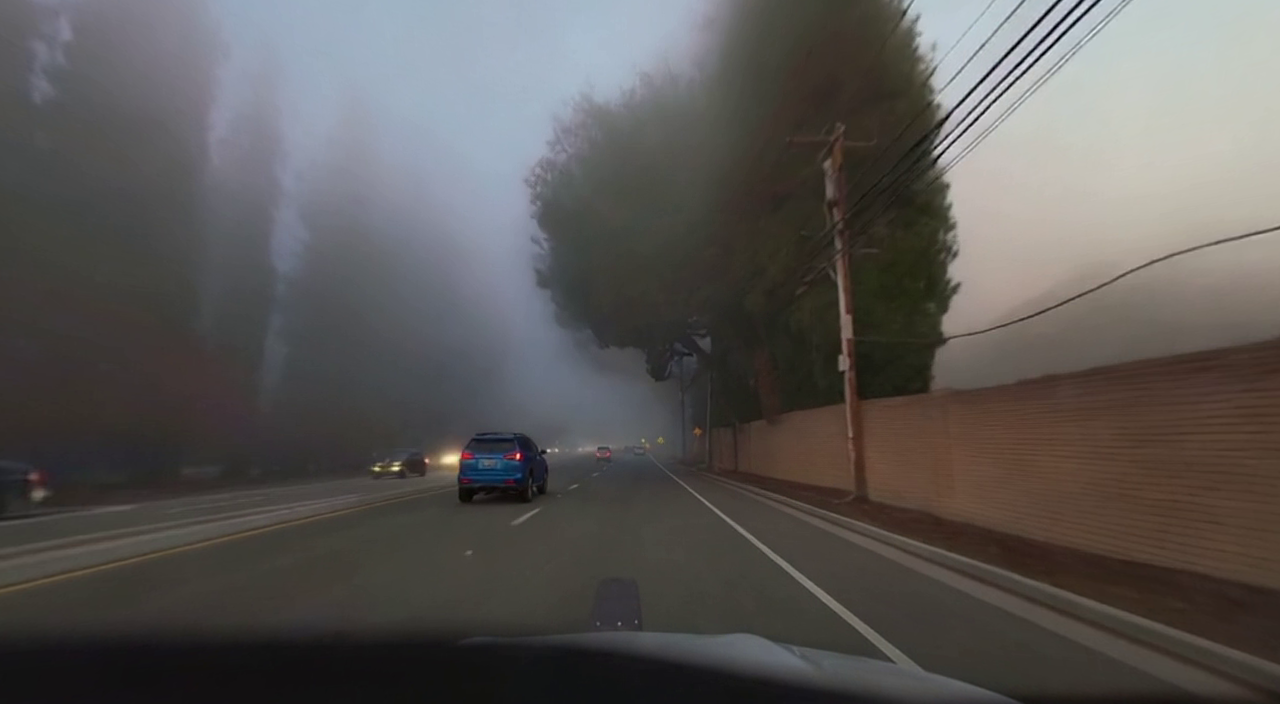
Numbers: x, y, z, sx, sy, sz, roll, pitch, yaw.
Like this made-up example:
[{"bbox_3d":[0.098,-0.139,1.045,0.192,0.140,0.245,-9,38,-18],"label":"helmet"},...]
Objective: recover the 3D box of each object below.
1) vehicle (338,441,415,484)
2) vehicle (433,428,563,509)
[{"bbox_3d":[-12.406,5.196,29.962,1.930,1.868,4.063,0,-8,-1],"label":"vehicle"},{"bbox_3d":[-3.345,2.838,15.878,2.147,1.730,4.555,0,-8,1],"label":"vehicle"}]
